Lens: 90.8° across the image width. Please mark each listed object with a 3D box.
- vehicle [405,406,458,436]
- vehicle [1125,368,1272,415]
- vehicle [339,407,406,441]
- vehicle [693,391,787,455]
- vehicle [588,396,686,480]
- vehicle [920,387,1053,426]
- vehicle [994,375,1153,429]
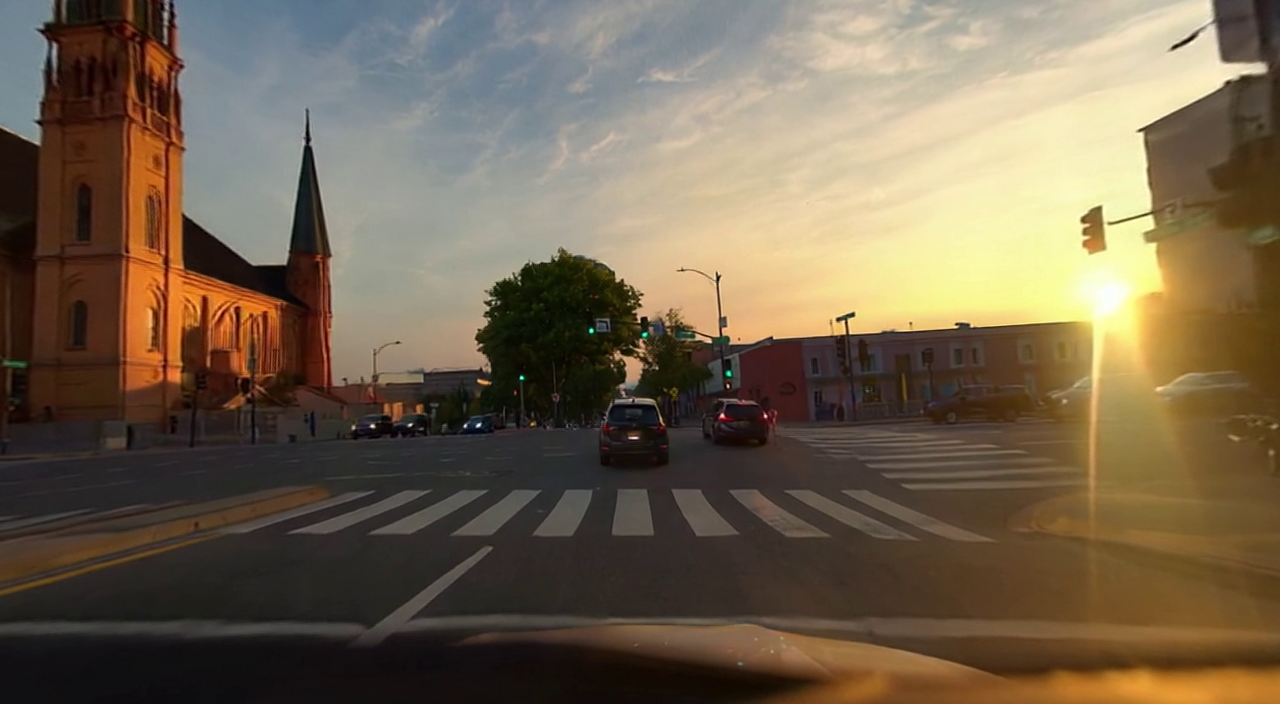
[{"bbox_3d":[-13.435,4.522,40.958,2.069,1.790,4.358,1,-8,-3],"label":"vehicle"},{"bbox_3d":[24.460,1.781,27.793,4.428,1.928,2.190,0,-6,-3],"label":"vehicle"},{"bbox_3d":[-16.412,4.544,39.158,1.969,1.896,5.404,1,-8,-2],"label":"vehicle"},{"bbox_3d":[3.100,2.190,20.601,2.080,1.735,4.650,-1,-3,-3],"label":"vehicle"},{"bbox_3d":[-0.196,2.048,16.007,2.168,1.776,4.135,0,-3,-4],"label":"vehicle"},{"bbox_3d":[14.720,2.327,27.034,4.488,1.475,2.083,-1,-5,-3],"label":"vehicle"},{"bbox_3d":[16.515,1.897,24.229,4.512,1.734,2.143,-3,-4,-4],"label":"vehicle"}]
